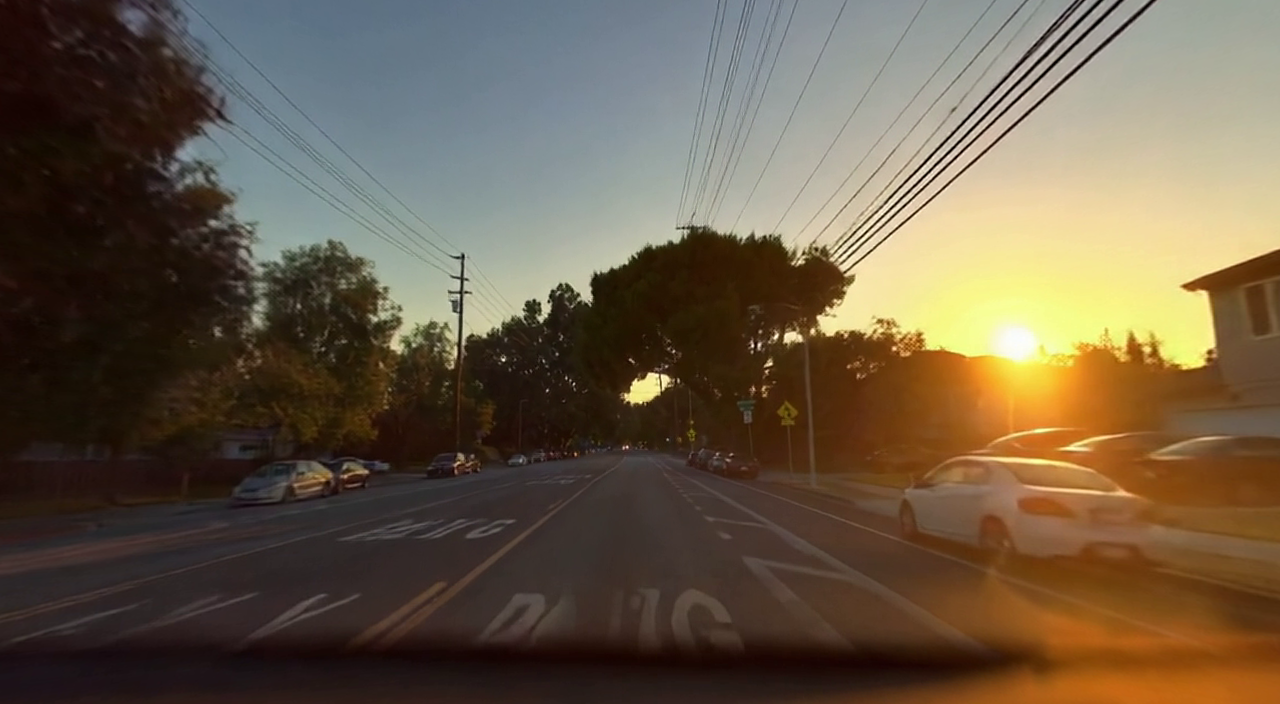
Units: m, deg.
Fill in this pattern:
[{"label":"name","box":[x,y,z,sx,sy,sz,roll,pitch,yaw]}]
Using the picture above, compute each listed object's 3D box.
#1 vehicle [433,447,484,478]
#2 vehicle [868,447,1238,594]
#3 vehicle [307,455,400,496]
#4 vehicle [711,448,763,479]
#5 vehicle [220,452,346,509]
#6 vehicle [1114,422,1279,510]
[{"label":"vehicle","box":[-12.194,7.458,42.668,2.116,1.875,4.675,-3,-9,0]},{"label":"vehicle","box":[5.043,2.066,8.708,2.022,1.464,4.462,0,-9,-1]},{"label":"vehicle","box":[-12.214,5.275,27.192,1.877,1.474,4.419,-2,-9,1]},{"label":"vehicle","box":[4.976,5.726,32.723,1.924,1.471,4.259,0,-9,-1]},{"label":"vehicle","box":[-12.357,4.432,22.173,1.999,1.650,4.381,-3,-9,-2]},{"label":"vehicle","box":[12.523,2.282,12.780,4.110,1.622,1.985,0,-9,0]}]
